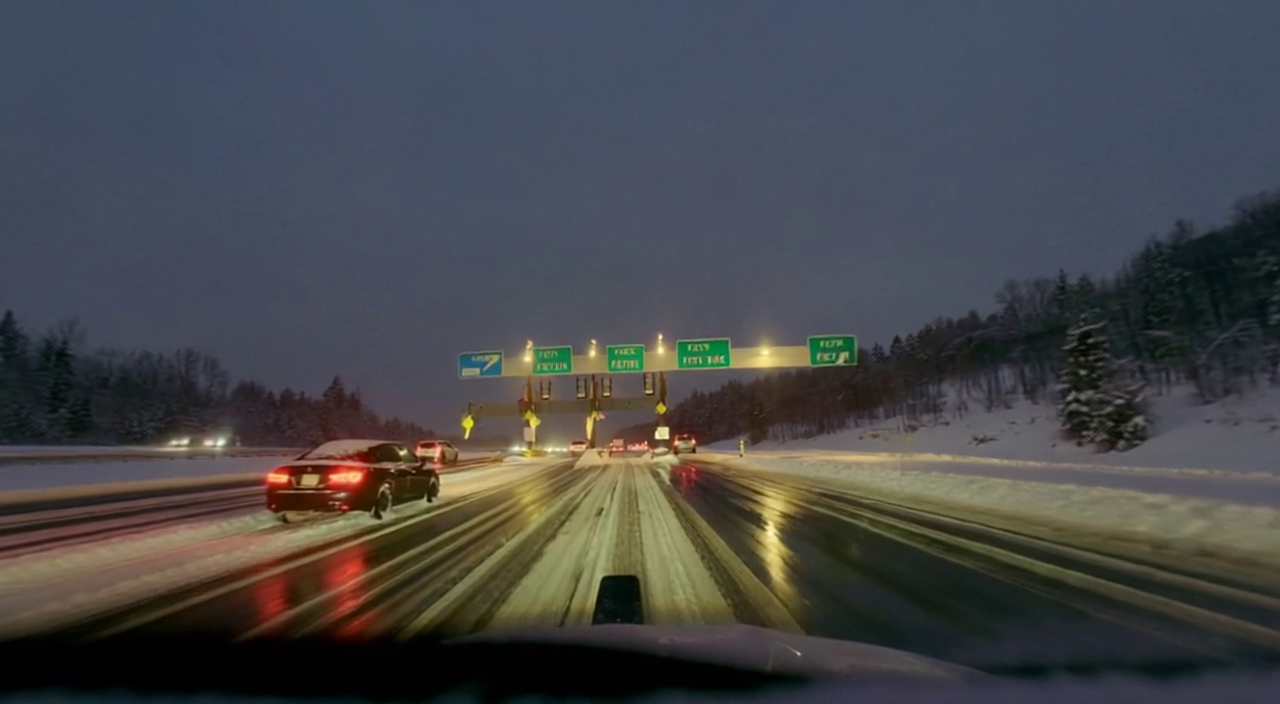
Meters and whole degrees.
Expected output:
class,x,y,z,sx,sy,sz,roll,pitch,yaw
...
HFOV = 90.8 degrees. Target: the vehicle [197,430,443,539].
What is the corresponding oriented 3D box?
class,x,y,z,sx,sy,sz,roll,pitch,yaw
vehicle,-5.047,2.124,10.831,1.981,1.465,4.334,0,-8,-1
